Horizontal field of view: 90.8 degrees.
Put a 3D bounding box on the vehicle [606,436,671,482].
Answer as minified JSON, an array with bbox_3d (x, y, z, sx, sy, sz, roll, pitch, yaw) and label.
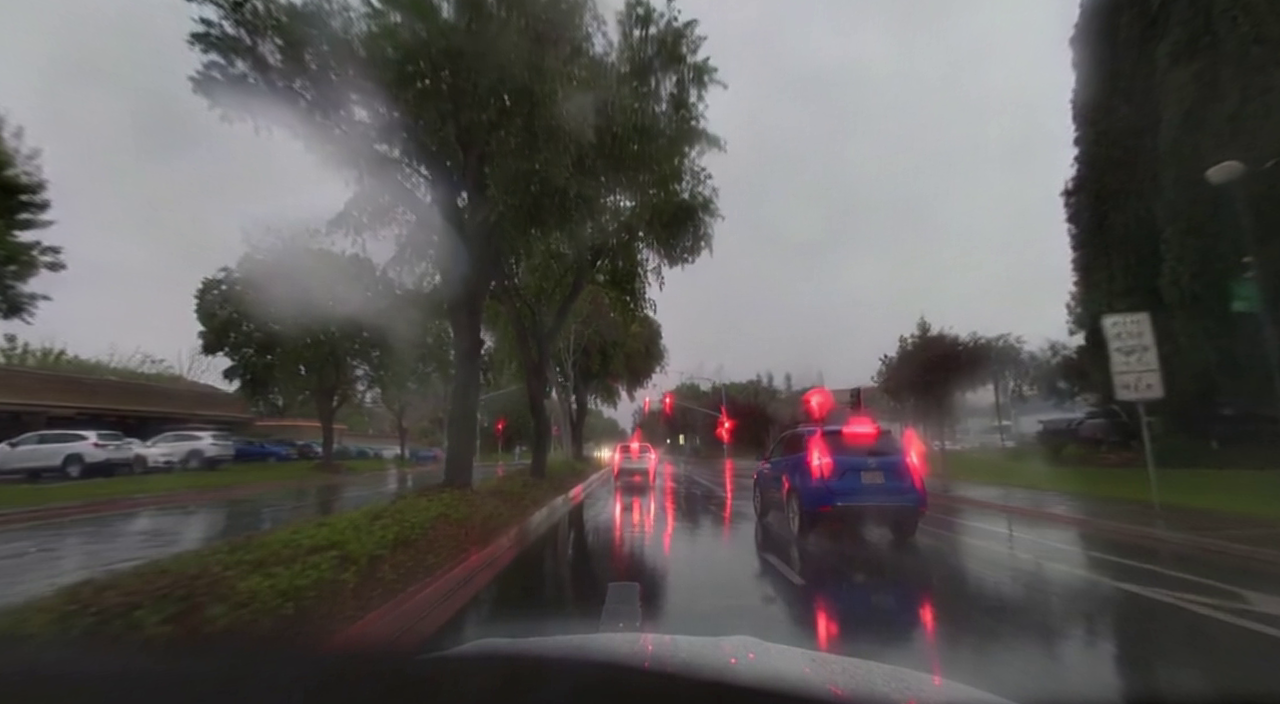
[{"bbox_3d":[-0.069,3.954,23.587,2.177,1.512,4.682,0,-9,0],"label":"vehicle"}]

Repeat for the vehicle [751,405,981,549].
[{"bbox_3d":[3.190,1.879,10.074,2.046,1.768,4.370,0,-9,0],"label":"vehicle"}]

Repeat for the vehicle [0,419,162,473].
[{"bbox_3d":[-23.896,3.939,26.230,5.937,1.952,2.684,-2,-9,2],"label":"vehicle"}]
